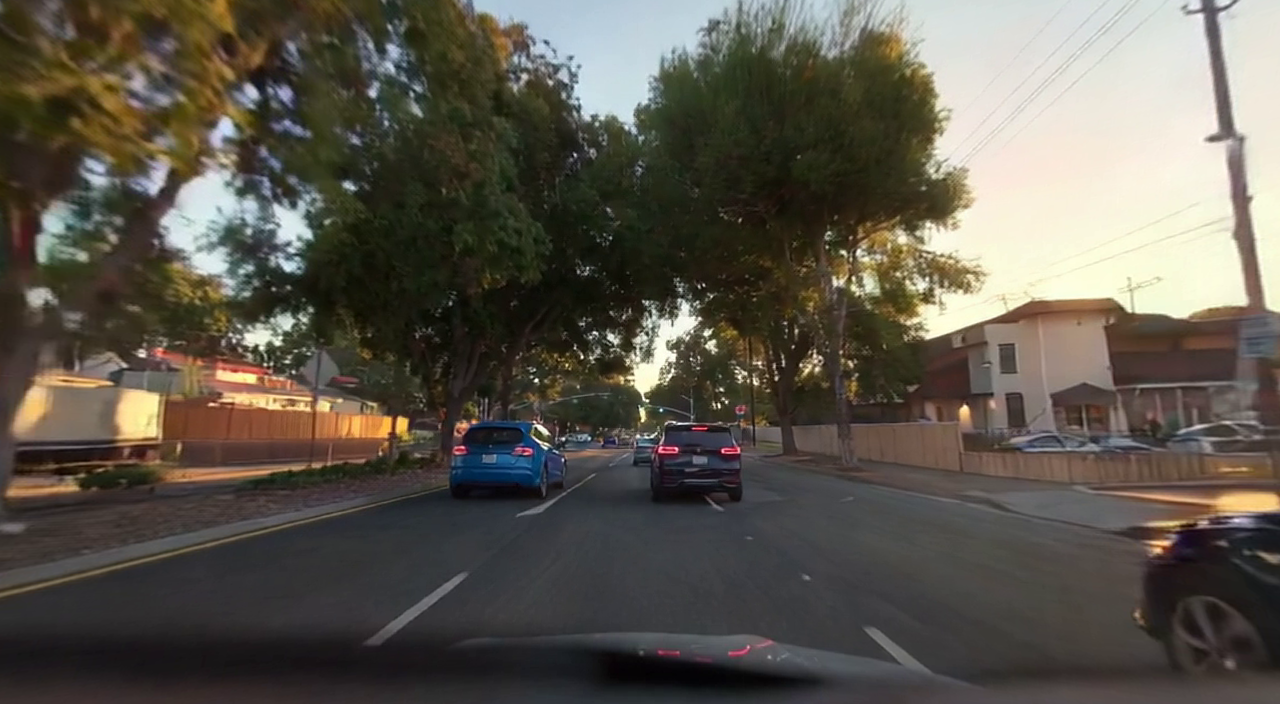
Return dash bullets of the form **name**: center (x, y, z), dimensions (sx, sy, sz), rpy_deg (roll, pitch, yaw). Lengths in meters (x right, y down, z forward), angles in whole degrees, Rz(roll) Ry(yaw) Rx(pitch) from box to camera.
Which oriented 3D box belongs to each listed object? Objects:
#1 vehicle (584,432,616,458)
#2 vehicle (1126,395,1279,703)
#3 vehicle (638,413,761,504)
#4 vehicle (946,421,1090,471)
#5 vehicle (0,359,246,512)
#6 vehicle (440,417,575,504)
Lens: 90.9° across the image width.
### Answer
- **vehicle**: center (-2.916, 6.832, 46.282), dimensions (2.014, 1.755, 4.360), rpy_deg (0, -8, 1)
- **vehicle**: center (3.543, 0.697, 0.944), dimensions (2.017, 1.491, 4.611), rpy_deg (0, -8, 1)
- **vehicle**: center (1.151, 2.391, 14.502), dimensions (2.280, 1.747, 4.361), rpy_deg (0, -8, -2)
- **vehicle**: center (15.974, 3.953, 27.008), dimensions (2.032, 1.877, 4.876), rpy_deg (1, -7, -25)
- **vehicle**: center (-15.109, 2.213, 16.427), dimensions (2.901, 3.276, 9.720), rpy_deg (0, -8, 3)
- **vehicle**: center (-2.827, 2.463, 14.717), dimensions (2.043, 1.687, 4.676), rpy_deg (0, -8, 1)
